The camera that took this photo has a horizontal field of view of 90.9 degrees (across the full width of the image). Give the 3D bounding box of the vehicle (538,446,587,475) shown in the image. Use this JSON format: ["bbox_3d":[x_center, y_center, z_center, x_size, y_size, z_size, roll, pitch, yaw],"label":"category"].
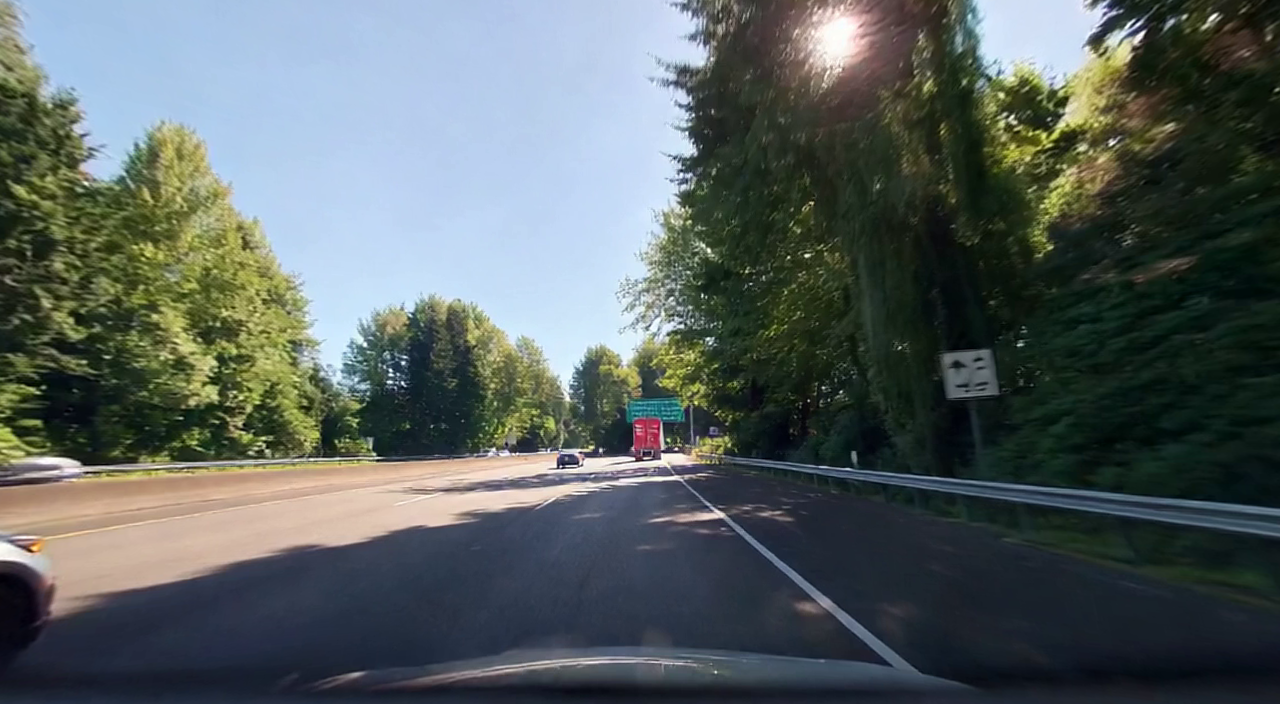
[{"bbox_3d":[-4.072,5.778,33.695,2.045,1.430,3.951,0,-9,1],"label":"vehicle"}]
